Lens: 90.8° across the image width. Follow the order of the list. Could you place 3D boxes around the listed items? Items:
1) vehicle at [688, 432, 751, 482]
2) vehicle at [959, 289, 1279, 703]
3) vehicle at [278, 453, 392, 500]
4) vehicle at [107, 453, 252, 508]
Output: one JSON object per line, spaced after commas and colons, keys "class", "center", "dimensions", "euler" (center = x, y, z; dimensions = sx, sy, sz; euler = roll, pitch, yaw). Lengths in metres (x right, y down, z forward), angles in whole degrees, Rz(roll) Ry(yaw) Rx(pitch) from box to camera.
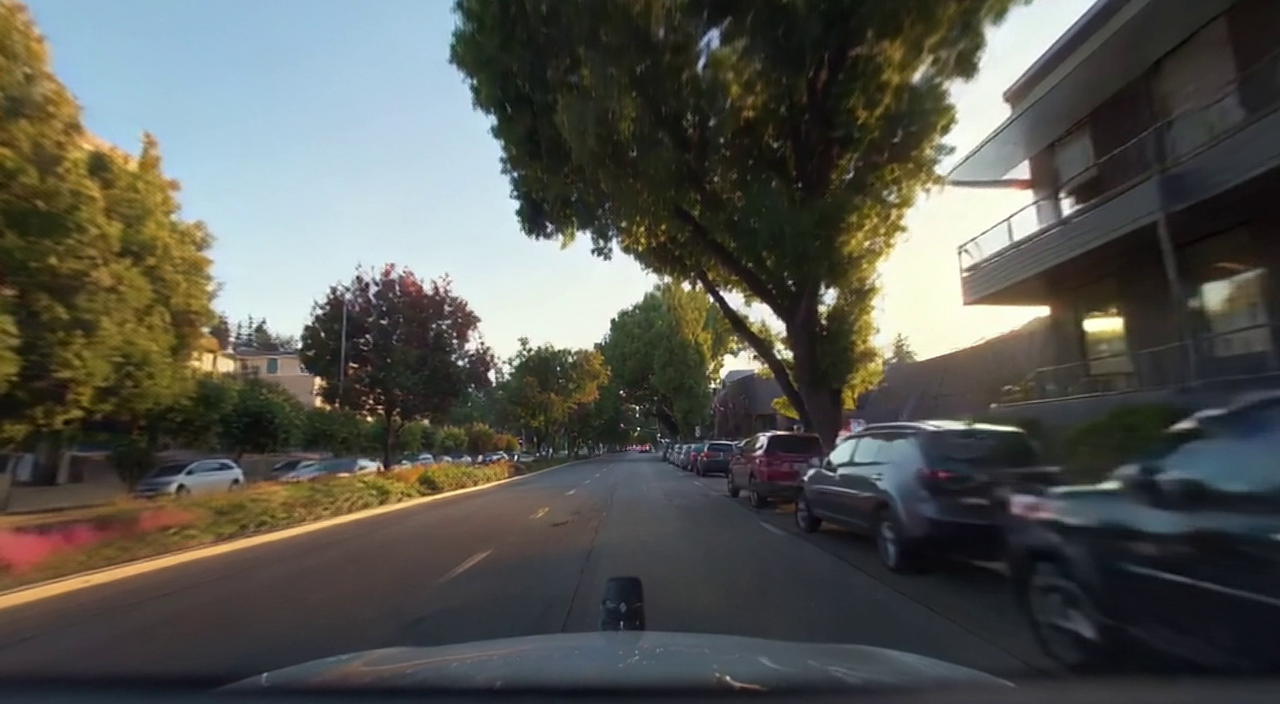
{"class": "vehicle", "center": [3.251, 4.392, 26.699], "dimensions": [1.935, 1.920, 4.397], "euler": [0, -9, -1]}
{"class": "vehicle", "center": [3.488, 0.689, 2.128], "dimensions": [2.175, 1.910, 4.933], "euler": [0, -9, 0]}
{"class": "vehicle", "center": [-11.273, 4.592, 23.811], "dimensions": [1.982, 1.515, 4.648], "euler": [0, -9, 0]}
{"class": "vehicle", "center": [-18.163, 5.055, 25.344], "dimensions": [2.151, 1.885, 4.979], "euler": [0, -9, -2]}
